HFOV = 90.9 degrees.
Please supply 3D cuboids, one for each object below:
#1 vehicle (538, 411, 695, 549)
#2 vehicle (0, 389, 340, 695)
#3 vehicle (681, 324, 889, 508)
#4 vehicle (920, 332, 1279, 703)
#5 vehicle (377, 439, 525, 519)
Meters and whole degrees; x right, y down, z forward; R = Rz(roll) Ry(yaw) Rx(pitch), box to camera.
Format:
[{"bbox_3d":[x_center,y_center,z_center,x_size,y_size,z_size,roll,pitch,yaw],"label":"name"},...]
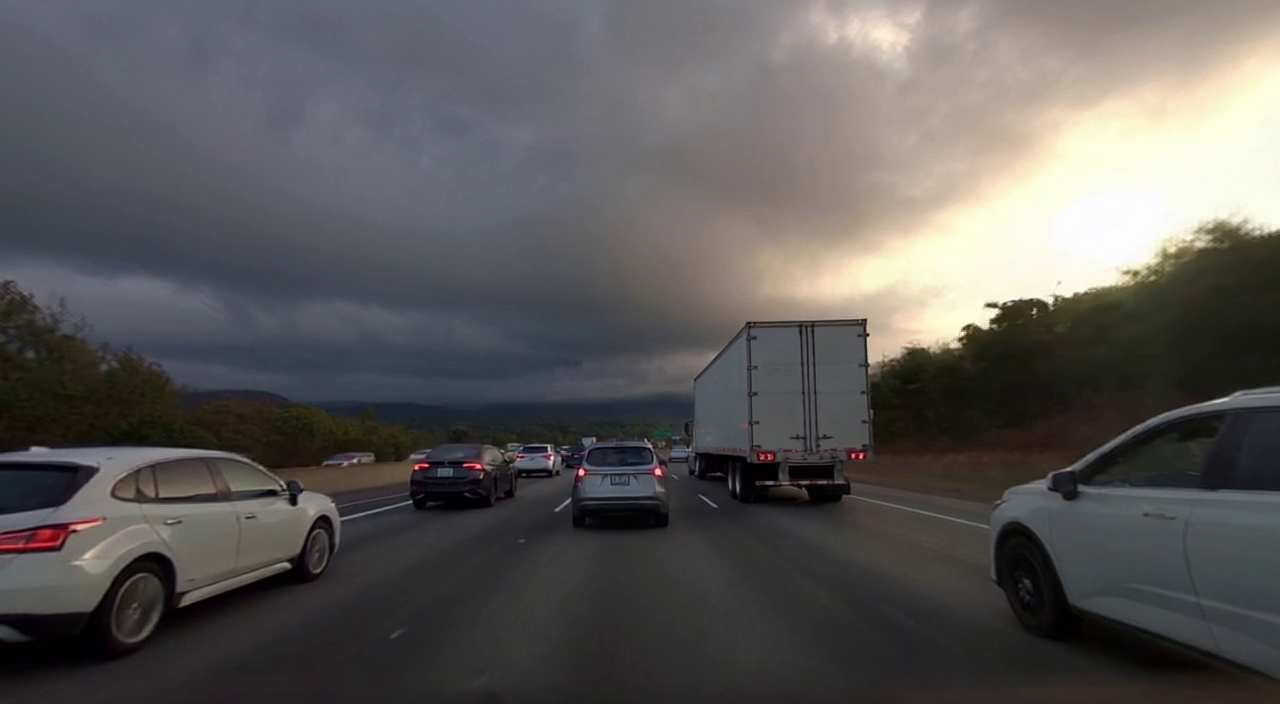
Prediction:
[{"bbox_3d":[-0.315,2.005,10.405,2.037,1.792,4.194,0,-9,0],"label":"vehicle"},{"bbox_3d":[-4.325,1.302,5.181,1.789,1.620,3.841,0,-9,0],"label":"vehicle"},{"bbox_3d":[3.686,2.589,21.769,3.186,4.111,15.553,0,-9,-1],"label":"vehicle"},{"bbox_3d":[3.648,0.949,3.473,2.076,1.751,4.666,0,-9,1],"label":"vehicle"},{"bbox_3d":[-3.978,2.741,14.095,1.923,1.503,4.293,0,-9,1],"label":"vehicle"}]
